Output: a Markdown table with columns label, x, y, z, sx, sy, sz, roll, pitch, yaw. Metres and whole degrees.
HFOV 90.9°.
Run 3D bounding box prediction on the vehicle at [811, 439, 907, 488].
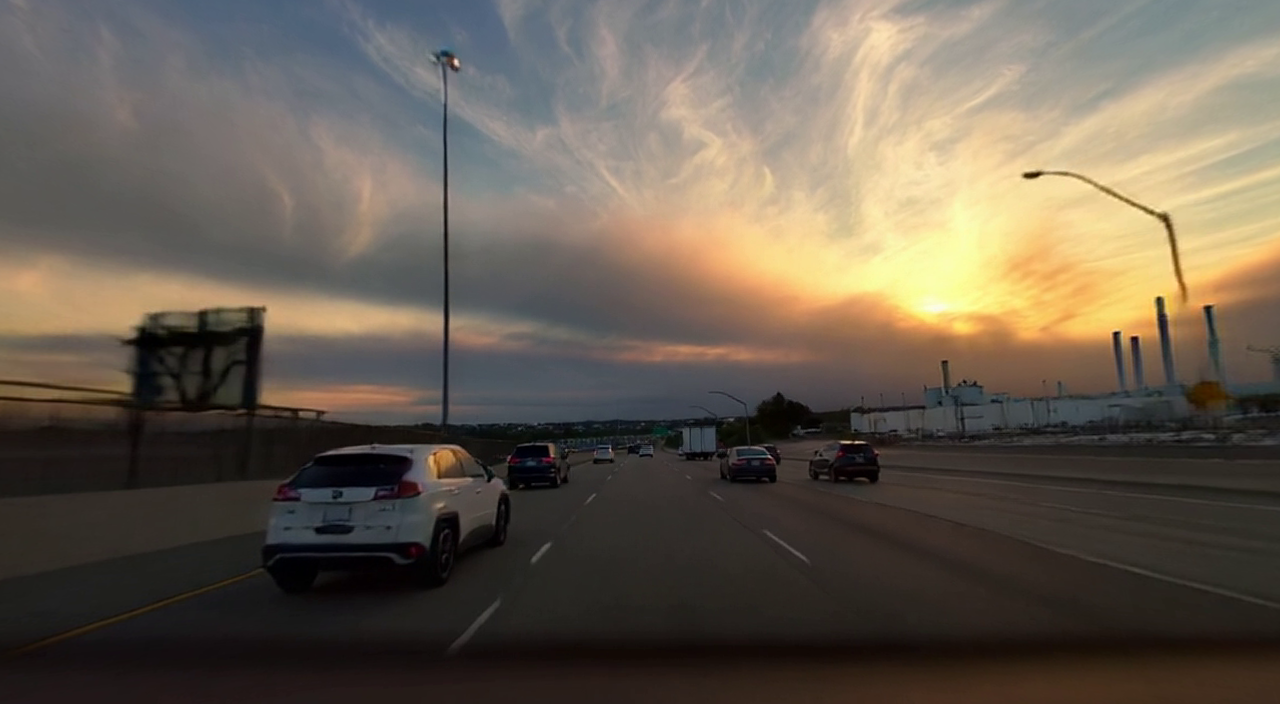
| label | x | y | z | sx | sy | sz | roll | pitch | yaw |
| --- | --- | --- | --- | --- | --- | --- | --- | --- | --- |
| vehicle | 7.451 | 3.801 | 21.868 | 1.860 | 1.520 | 3.961 | 0 | -8 | -1 |

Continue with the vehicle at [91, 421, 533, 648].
| label | x | y | z | sx | sy | sz | roll | pitch | yaw |
| --- | --- | --- | --- | --- | --- | --- | --- | --- | --- |
| vehicle | -2.717 | 1.618 | 6.888 | 2.067 | 1.555 | 4.851 | -1 | -8 | 2 |

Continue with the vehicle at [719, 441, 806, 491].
| label | x | y | z | sx | sy | sz | roll | pitch | yaw |
| --- | --- | --- | --- | --- | --- | --- | --- | --- | --- |
| vehicle | 3.892 | 3.677 | 20.828 | 1.942 | 1.453 | 4.329 | 0 | -8 | -1 |
